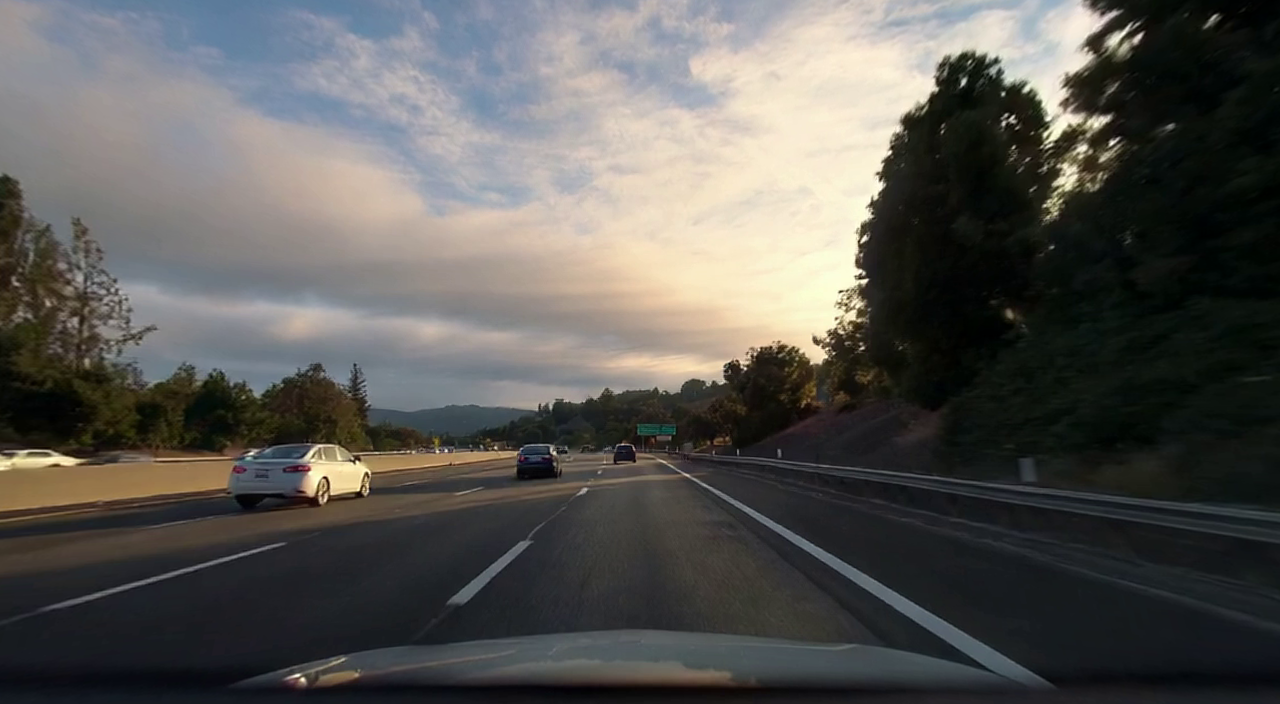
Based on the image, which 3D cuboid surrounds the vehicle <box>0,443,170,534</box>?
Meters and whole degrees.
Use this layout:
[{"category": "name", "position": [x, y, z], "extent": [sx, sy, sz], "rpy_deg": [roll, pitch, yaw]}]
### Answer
[{"category": "vehicle", "position": [-11.643, 2.470, 11.831], "extent": [2.028, 1.499, 4.702], "rpy_deg": [0, -8, 0]}]

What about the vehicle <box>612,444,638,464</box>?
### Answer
[{"category": "vehicle", "position": [-1.199, 7.730, 47.797], "extent": [1.881, 1.460, 3.694], "rpy_deg": [0, -8, -3]}]

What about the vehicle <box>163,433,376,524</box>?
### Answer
[{"category": "vehicle", "position": [-7.551, 2.580, 13.450], "extent": [2.086, 1.628, 4.039], "rpy_deg": [0, -8, -1]}]

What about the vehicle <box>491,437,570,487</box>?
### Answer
[{"category": "vehicle", "position": [-3.776, 3.874, 22.599], "extent": [1.991, 1.610, 4.606], "rpy_deg": [0, -8, 0]}]
